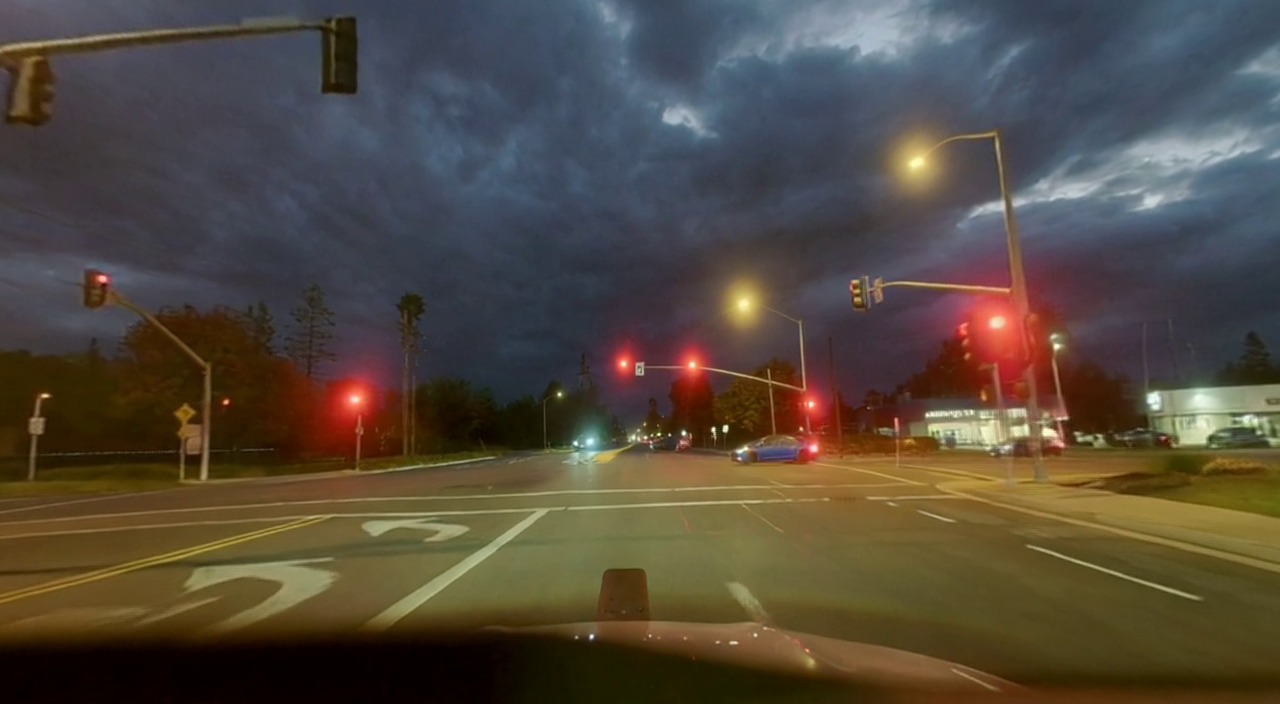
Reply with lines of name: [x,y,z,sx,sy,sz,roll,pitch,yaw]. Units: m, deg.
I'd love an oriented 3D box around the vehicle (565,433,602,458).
vehicle: [-3.794,6.393,43.195,2.140,1.638,4.259,0,-8,0]

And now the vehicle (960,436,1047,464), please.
vehicle: [21.024,5.673,36.464,4.377,1.523,1.877,3,-9,-19]

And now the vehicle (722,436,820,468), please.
vehicle: [6.543,4.962,31.385,4.528,1.482,1.864,4,-9,-26]
